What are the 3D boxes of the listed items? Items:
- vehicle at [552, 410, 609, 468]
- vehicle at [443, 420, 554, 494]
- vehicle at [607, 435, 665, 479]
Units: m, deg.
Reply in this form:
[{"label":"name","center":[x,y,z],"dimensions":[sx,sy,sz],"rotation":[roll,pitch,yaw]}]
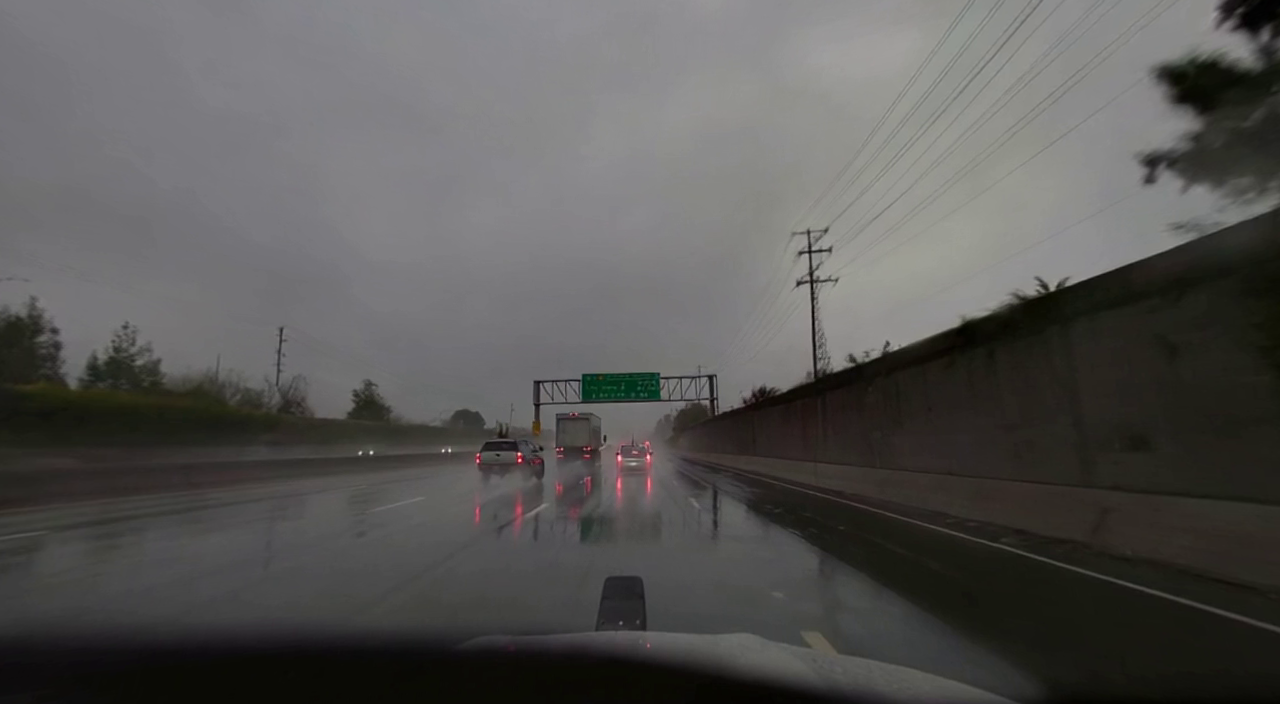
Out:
[{"label":"vehicle","center":[-3.677,5.786,41.492],"dimensions":[2.956,3.331,9.575],"rotation":[0,-9,-1]},{"label":"vehicle","center":[-3.902,2.998,18.269],"dimensions":[2.109,1.840,4.614],"rotation":[0,-9,0]},{"label":"vehicle","center":[-0.158,4.285,25.970],"dimensions":[2.178,1.640,4.071],"rotation":[0,-9,0]}]
